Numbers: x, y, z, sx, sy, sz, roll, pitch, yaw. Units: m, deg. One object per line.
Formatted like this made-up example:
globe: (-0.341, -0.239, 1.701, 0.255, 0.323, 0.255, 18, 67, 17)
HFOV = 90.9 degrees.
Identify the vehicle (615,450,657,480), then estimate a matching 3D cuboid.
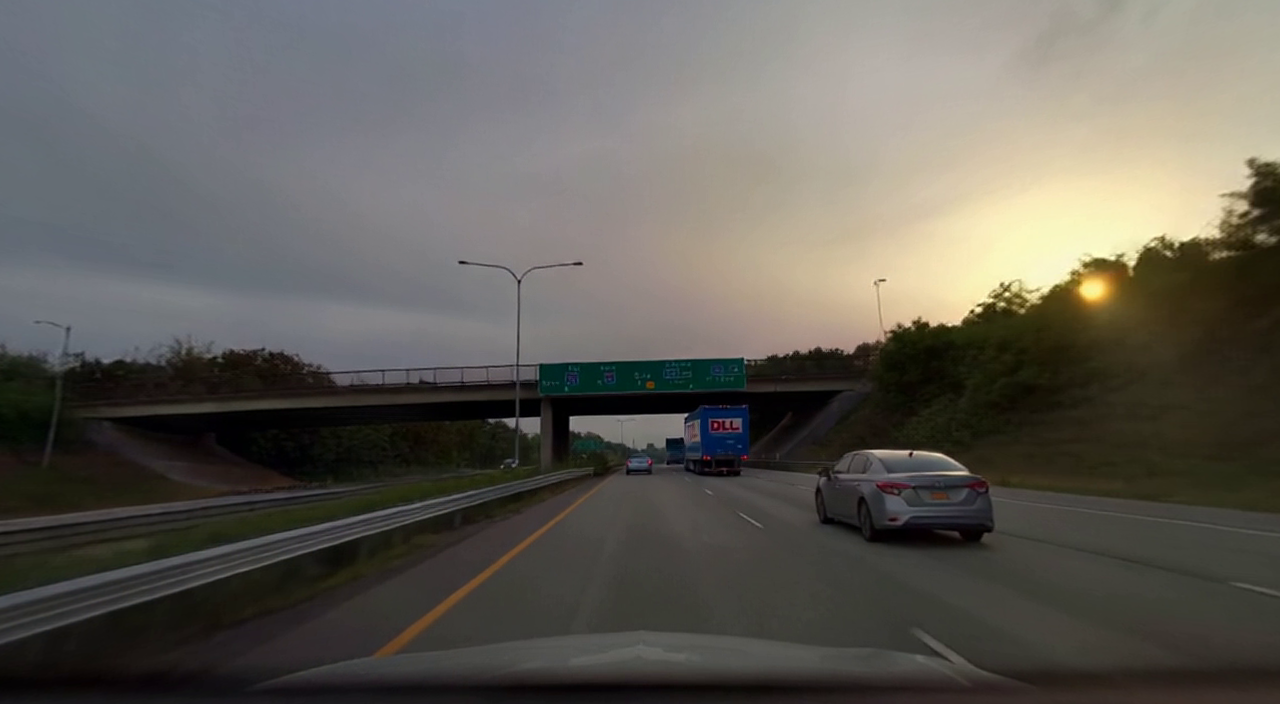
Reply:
vehicle: (-0.231, 5.854, 32.887, 2.055, 1.445, 3.661, 0, -9, 0)

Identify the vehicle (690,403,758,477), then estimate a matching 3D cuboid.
vehicle: (4.863, 5.382, 38.251, 2.838, 3.985, 8.010, 0, -9, -1)

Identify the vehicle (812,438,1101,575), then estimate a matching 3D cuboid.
vehicle: (4.009, 1.998, 8.958, 1.894, 1.452, 4.164, 0, -9, 0)
